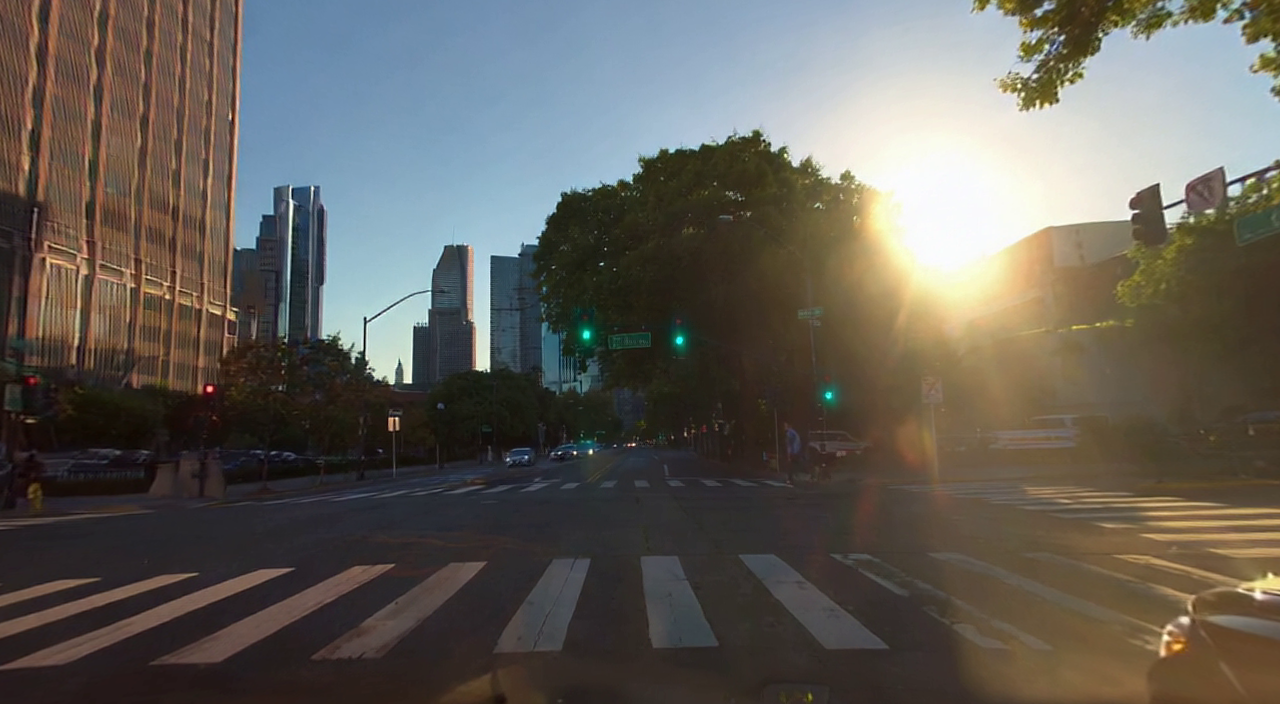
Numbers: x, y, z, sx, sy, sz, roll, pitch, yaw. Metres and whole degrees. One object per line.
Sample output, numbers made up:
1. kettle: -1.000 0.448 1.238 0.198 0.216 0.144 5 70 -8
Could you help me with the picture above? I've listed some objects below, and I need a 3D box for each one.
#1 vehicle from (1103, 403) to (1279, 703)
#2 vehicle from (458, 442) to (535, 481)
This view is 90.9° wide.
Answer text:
1. vehicle: 2.956 0.657 0.117 2.039 1.519 4.846 0 -8 0
2. vehicle: -5.882 4.542 26.480 2.127 1.473 4.428 0 -8 1
